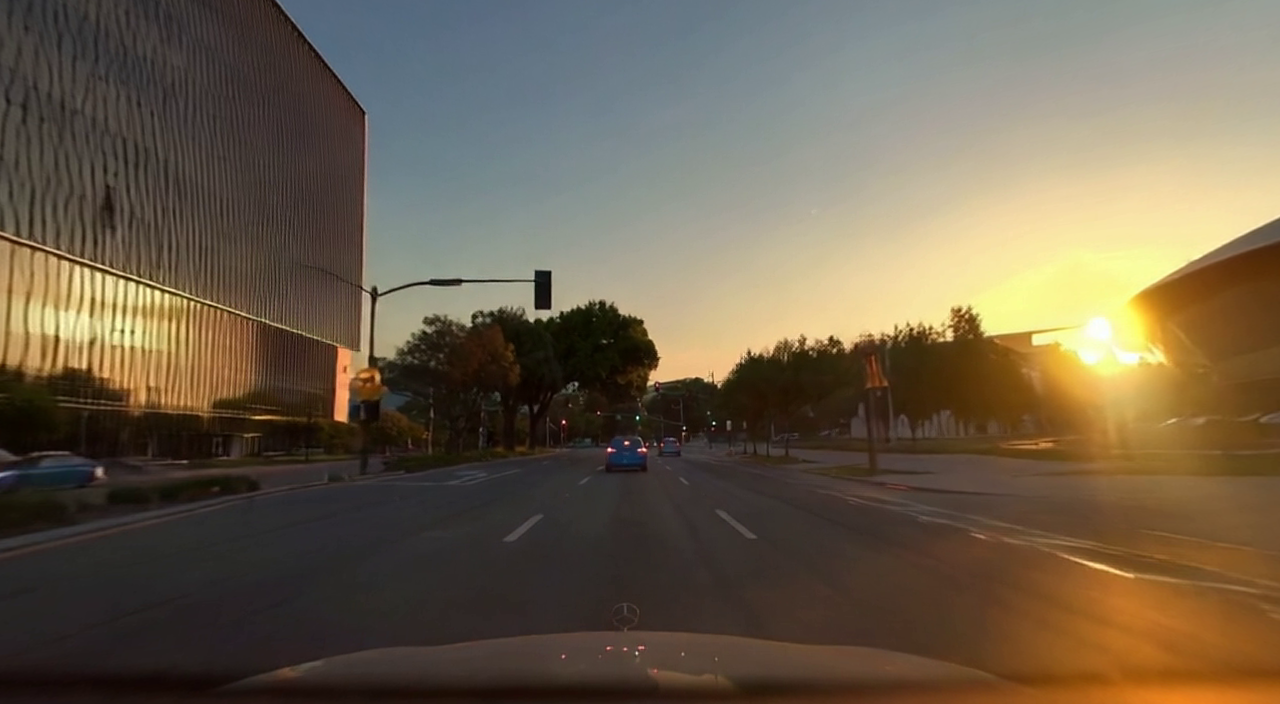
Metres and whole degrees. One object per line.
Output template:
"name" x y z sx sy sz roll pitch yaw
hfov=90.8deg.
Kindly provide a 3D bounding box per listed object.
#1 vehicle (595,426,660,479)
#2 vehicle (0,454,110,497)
"vehicle" -0.471 3.889 24.563 2.313 1.860 4.319 0 -8 -1
"vehicle" -23.589 4.788 24.811 1.867 1.469 4.243 0 -8 0
